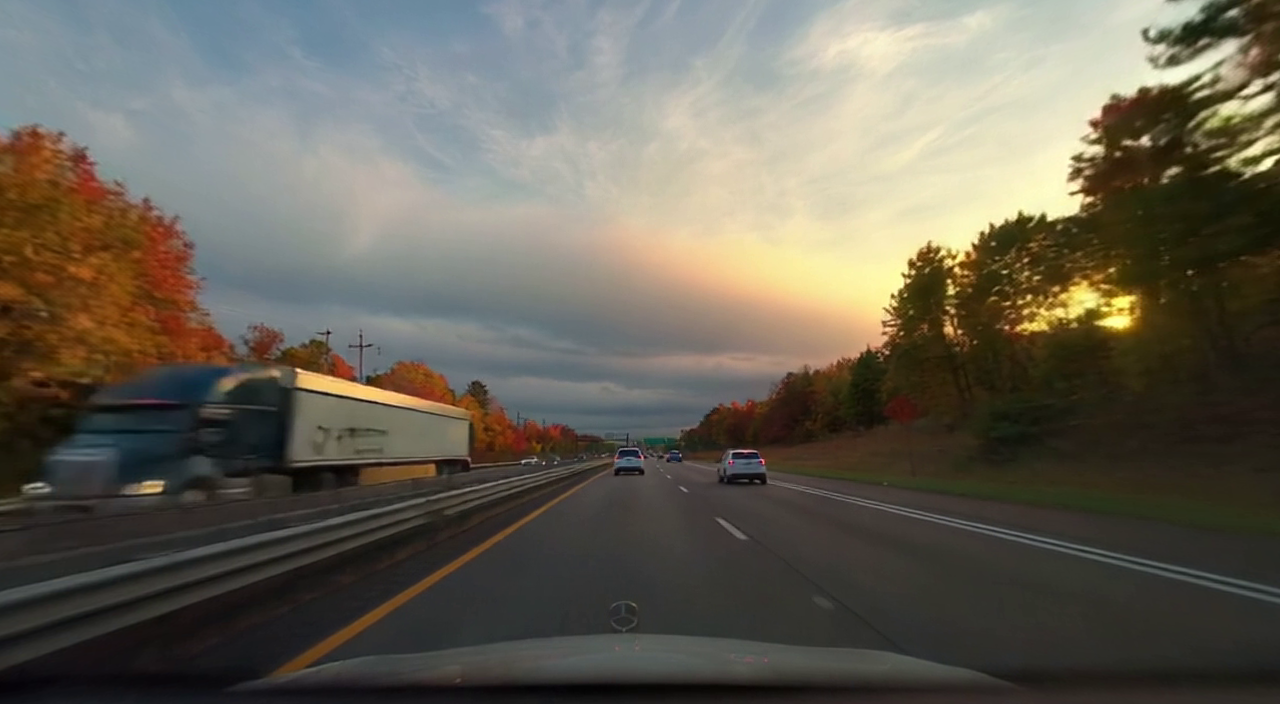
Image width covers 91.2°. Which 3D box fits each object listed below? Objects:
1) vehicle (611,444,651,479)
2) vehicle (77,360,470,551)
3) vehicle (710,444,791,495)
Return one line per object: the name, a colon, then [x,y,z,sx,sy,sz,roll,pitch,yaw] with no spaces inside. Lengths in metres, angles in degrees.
vehicle: [-0.457,5.714,32.912,1.937,1.699,3.936,0,-9,0]
vehicle: [-9.191,3.198,20.283,2.893,3.609,16.653,0,-9,0]
vehicle: [3.567,3.892,21.121,1.843,1.505,4.339,0,-9,-1]
